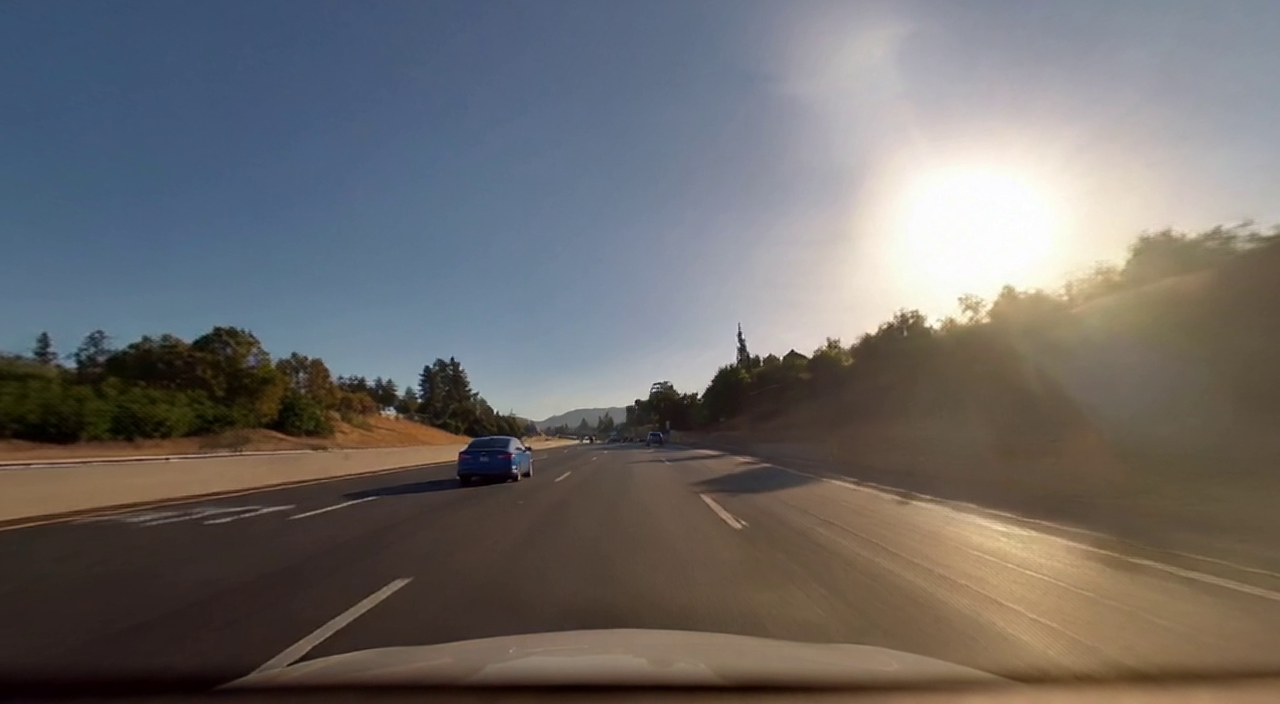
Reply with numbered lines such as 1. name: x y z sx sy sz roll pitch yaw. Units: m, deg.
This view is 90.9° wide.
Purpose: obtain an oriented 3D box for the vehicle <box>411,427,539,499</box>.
1. vehicle: -3.874 2.666 15.660 2.026 1.517 4.325 0 -8 0
